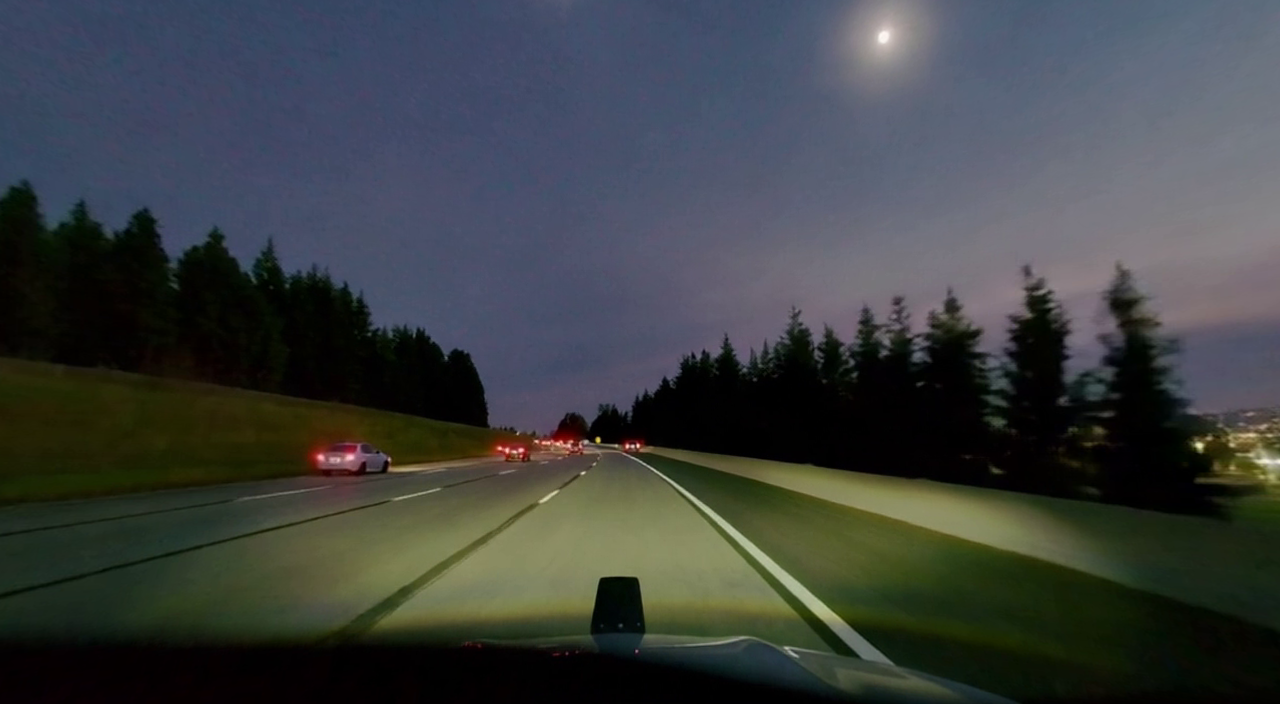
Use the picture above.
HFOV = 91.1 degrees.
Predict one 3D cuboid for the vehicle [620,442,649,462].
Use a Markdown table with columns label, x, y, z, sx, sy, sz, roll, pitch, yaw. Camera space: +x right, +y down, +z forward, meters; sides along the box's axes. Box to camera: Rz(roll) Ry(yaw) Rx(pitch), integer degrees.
| label | x | y | z | sx | sy | sz | roll | pitch | yaw |
| --- | --- | --- | --- | --- | --- | --- | --- | --- | --- |
| vehicle | -0.470 | 7.610 | 48.026 | 2.060 | 1.465 | 3.974 | 0 | -8 | -3 |

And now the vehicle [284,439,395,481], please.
| label | x | y | z | sx | sy | sz | roll | pitch | yaw |
| --- | --- | --- | --- | --- | --- | --- | --- | --- | --- |
| vehicle | -11.778 | 4.245 | 25.029 | 2.056 | 1.489 | 4.852 | 0 | -8 | -1 |

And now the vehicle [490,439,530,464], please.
| label | x | y | z | sx | sy | sz | roll | pitch | yaw |
| --- | --- | --- | --- | --- | --- | --- | --- | --- | --- |
| vehicle | -9.099 | 7.020 | 44.386 | 2.015 | 1.651 | 4.432 | 0 | -8 | -2 |
